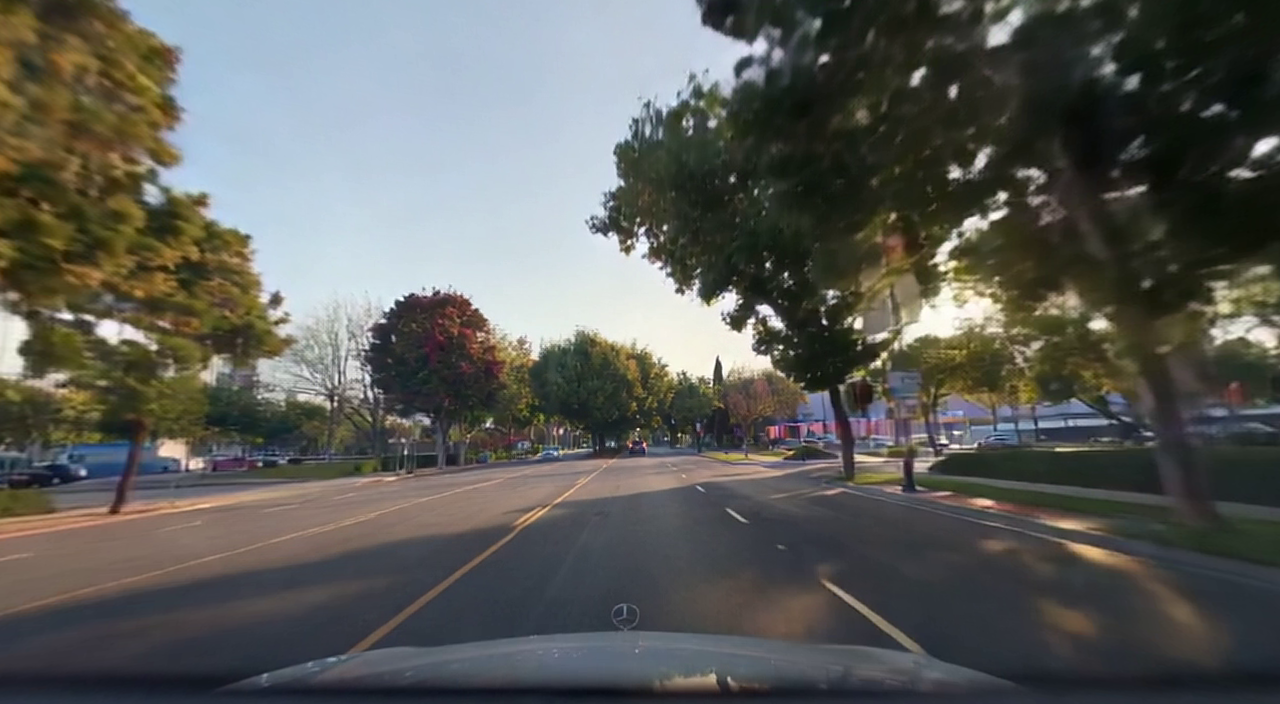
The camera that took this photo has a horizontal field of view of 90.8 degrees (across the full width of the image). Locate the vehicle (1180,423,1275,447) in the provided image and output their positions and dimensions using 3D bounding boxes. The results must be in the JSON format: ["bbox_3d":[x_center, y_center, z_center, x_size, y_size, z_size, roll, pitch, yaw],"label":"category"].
[{"bbox_3d":[38.588,5.474,41.677,1.860,1.467,4.614,-1,-8,2],"label":"vehicle"}]
